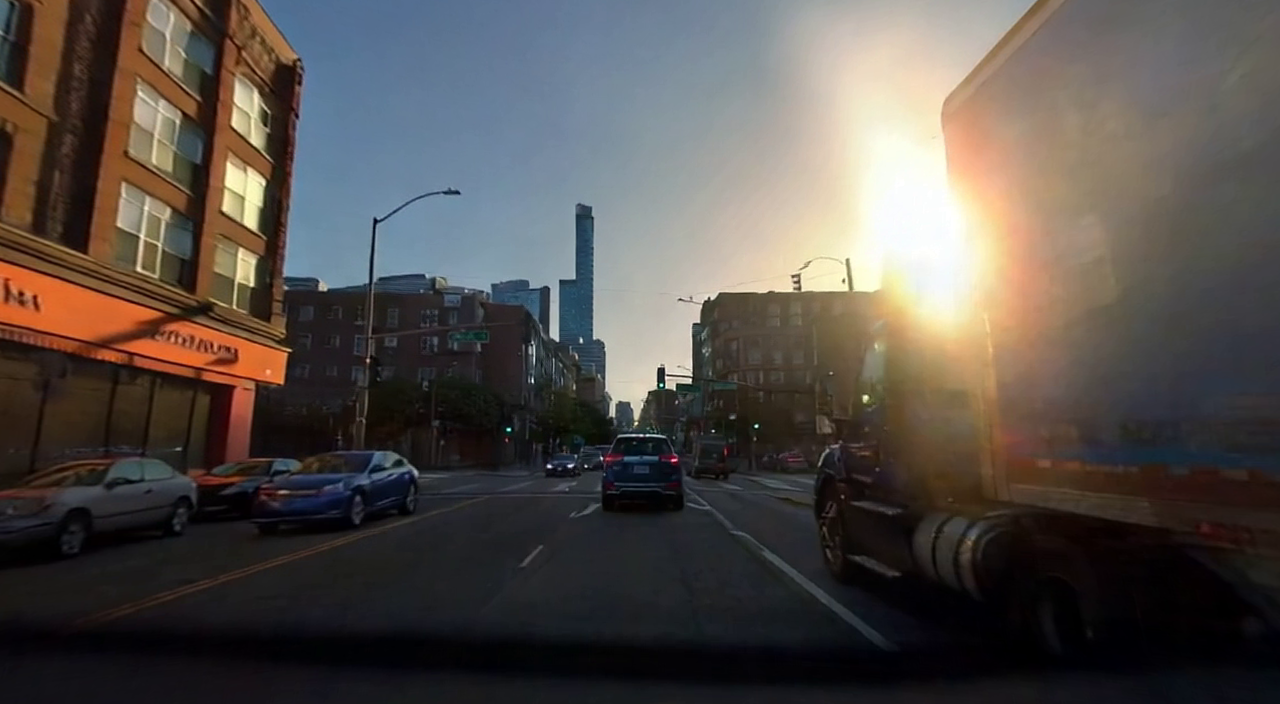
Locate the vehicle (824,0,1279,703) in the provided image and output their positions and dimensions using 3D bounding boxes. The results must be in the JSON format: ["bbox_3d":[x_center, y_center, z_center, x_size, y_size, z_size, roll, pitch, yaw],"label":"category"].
[{"bbox_3d":[3.313,-0.293,1.070,2.913,3.771,9.716,0,-8,-1],"label":"vehicle"}]

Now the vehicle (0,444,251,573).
[{"bbox_3d":[-8.960,2.405,10.607,2.084,1.686,4.422,0,-8,-2],"label":"vehicle"}]

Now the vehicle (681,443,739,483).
[{"bbox_3d":[3.215,5.190,29.833,2.159,1.696,4.316,0,-8,-1],"label":"vehicle"}]

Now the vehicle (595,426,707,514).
[{"bbox_3d":[0.265,2.773,15.315,2.283,1.783,4.548,0,-8,1],"label":"vehicle"}]

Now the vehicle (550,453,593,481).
[{"bbox_3d":[-3.995,6.778,37.573,2.152,1.459,4.484,0,-8,0],"label":"vehicle"}]

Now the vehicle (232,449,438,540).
[{"bbox_3d":[-5.827,2.724,12.877,1.947,1.462,4.640,0,-8,-1],"label":"vehicle"}]
